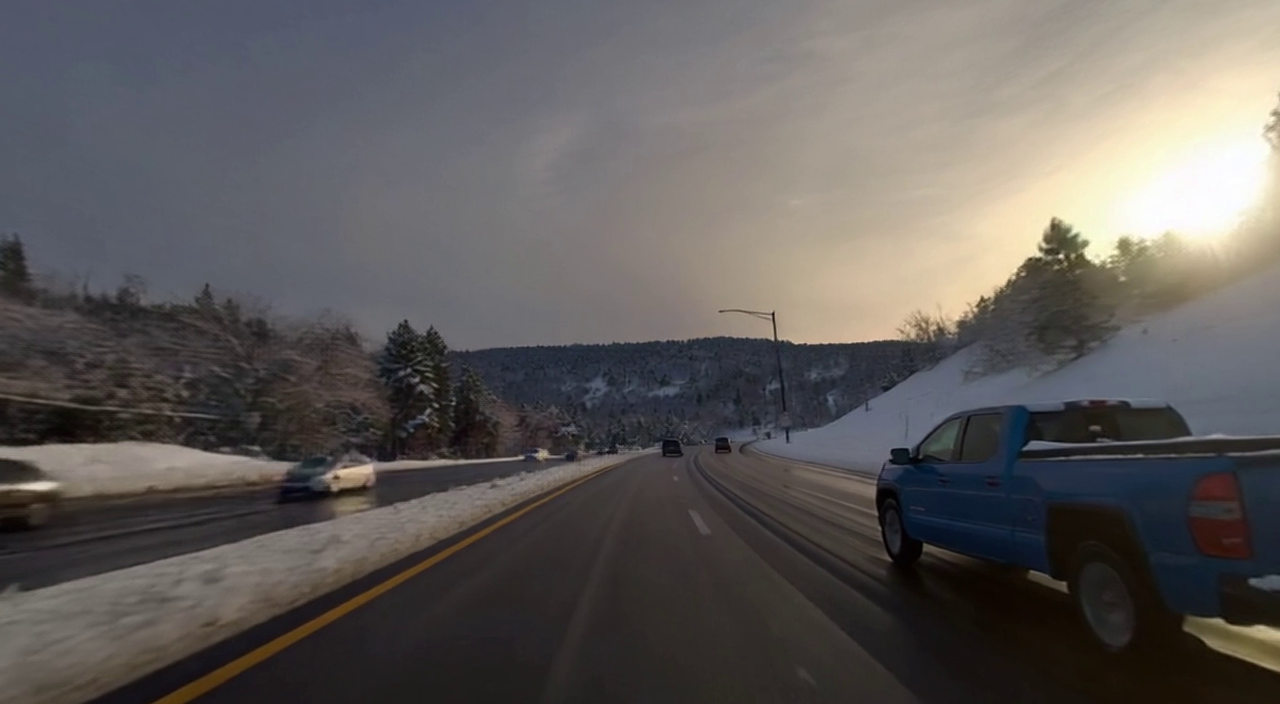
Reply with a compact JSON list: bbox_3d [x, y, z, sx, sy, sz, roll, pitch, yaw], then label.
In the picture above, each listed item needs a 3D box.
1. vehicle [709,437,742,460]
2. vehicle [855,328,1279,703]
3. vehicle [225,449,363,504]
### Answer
[{"bbox_3d":[6.471,7.388,48.374,2.249,1.635,4.118,-1,-9,4],"label":"vehicle"},{"bbox_3d":[3.564,1.113,4.747,2.151,1.744,4.709,0,-8,-1],"label":"vehicle"},{"bbox_3d":[-11.428,4.107,21.309,1.954,1.605,4.462,-1,-9,3],"label":"vehicle"}]
